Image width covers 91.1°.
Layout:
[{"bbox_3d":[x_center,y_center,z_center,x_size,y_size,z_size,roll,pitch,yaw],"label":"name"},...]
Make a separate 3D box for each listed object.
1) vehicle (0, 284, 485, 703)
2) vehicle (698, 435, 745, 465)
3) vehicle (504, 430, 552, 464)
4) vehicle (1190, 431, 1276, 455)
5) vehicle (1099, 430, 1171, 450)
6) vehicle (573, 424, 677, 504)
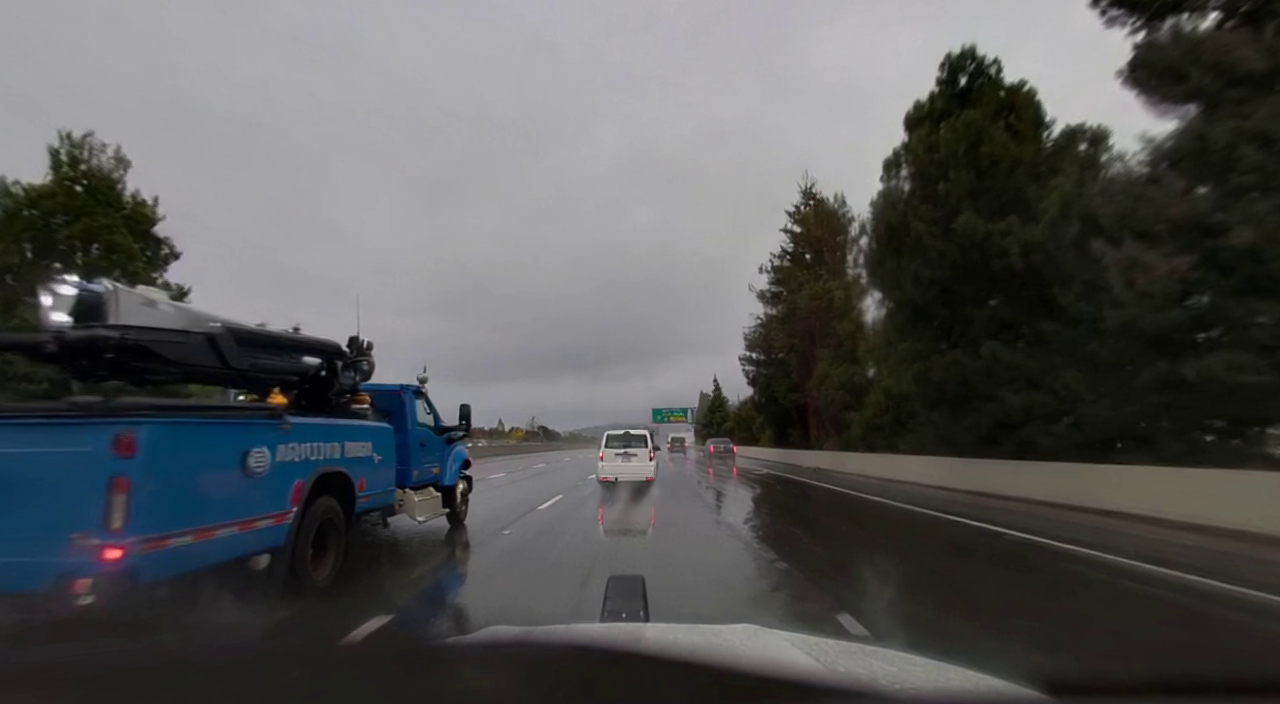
[{"bbox_3d":[-3.463,1.101,5.978,2.526,2.146,5.594,0,-8,0],"label":"vehicle"},{"bbox_3d":[4.654,5.680,36.510,2.079,1.656,4.506,0,-8,0],"label":"vehicle"},{"bbox_3d":[-6.786,5.830,38.516,2.036,1.958,4.378,0,-8,1],"label":"vehicle"},{"bbox_3d":[37.304,5.730,39.550,3.522,1.413,1.839,0,-8,0],"label":"vehicle"},{"bbox_3d":[37.599,6.701,47.718,3.931,1.459,1.792,0,-8,-1],"label":"vehicle"},{"bbox_3d":[-0.255,2.661,15.328,2.165,1.653,4.456,0,-8,1],"label":"vehicle"}]
